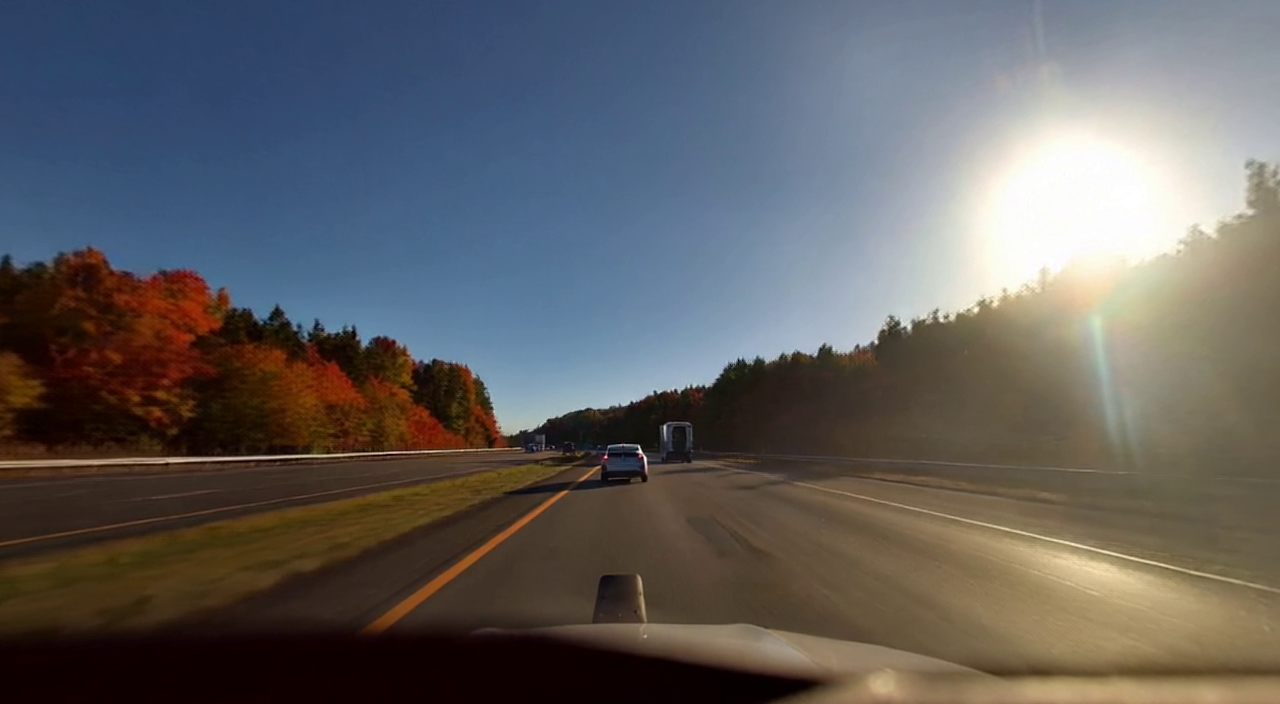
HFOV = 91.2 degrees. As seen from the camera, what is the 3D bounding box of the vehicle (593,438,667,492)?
[{"bbox_3d":[-0.341,3.538,19.980,2.099,1.506,4.097,0,-9,-1],"label":"vehicle"}]
